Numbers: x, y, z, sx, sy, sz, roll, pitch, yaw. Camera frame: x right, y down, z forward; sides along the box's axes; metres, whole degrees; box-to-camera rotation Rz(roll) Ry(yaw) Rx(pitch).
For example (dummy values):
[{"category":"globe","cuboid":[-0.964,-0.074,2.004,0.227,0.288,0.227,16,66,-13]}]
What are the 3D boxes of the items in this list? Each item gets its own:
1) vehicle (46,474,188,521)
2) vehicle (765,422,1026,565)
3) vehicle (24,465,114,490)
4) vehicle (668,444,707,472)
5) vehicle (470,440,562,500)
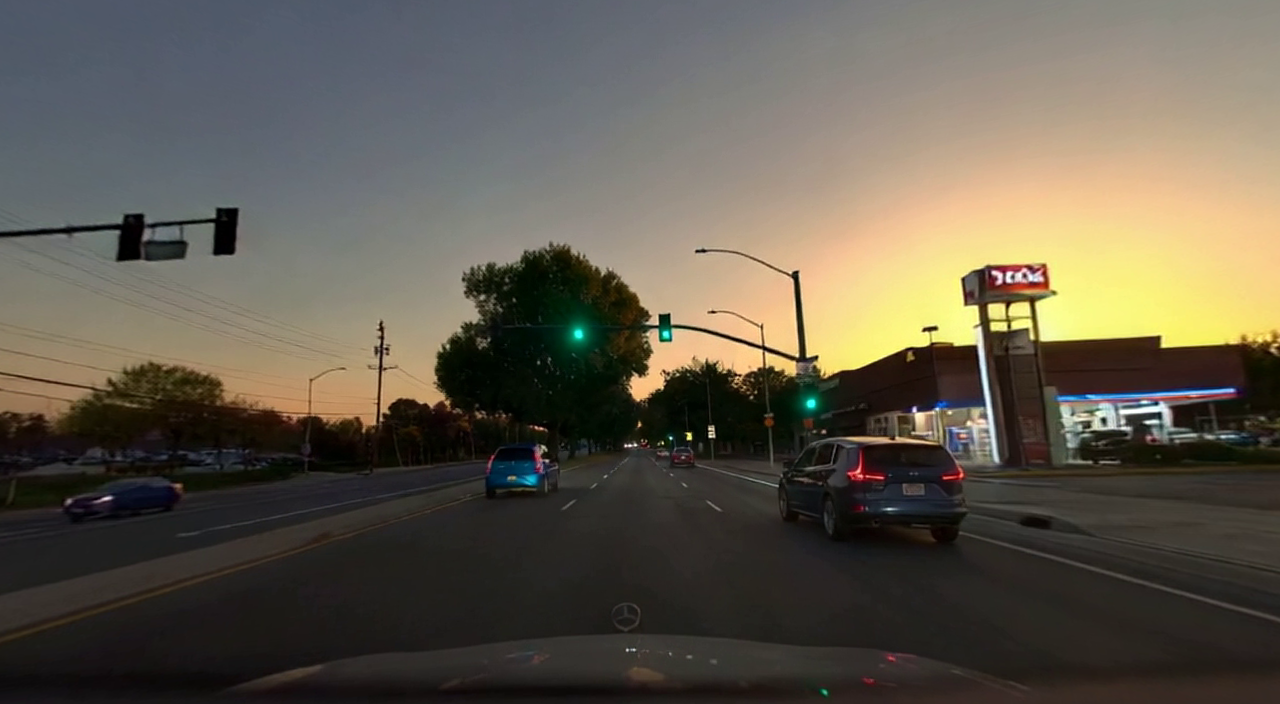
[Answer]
[{"category":"vehicle","cuboid":[-20.796,5.765,25.430,1.849,1.497,4.444,0,-9,1]},{"category":"vehicle","cuboid":[3.464,2.011,9.748,2.085,1.655,4.459,0,-9,-1]},{"category":"vehicle","cuboid":[-39.578,8.699,43.992,1.814,1.452,4.845,0,-9,-1]},{"category":"vehicle","cuboid":[2.998,6.804,40.865,2.066,1.699,4.419,0,-9,-2]},{"category":"vehicle","cuboid":[-3.643,3.536,19.310,1.935,1.617,4.045,0,-9,1]}]
